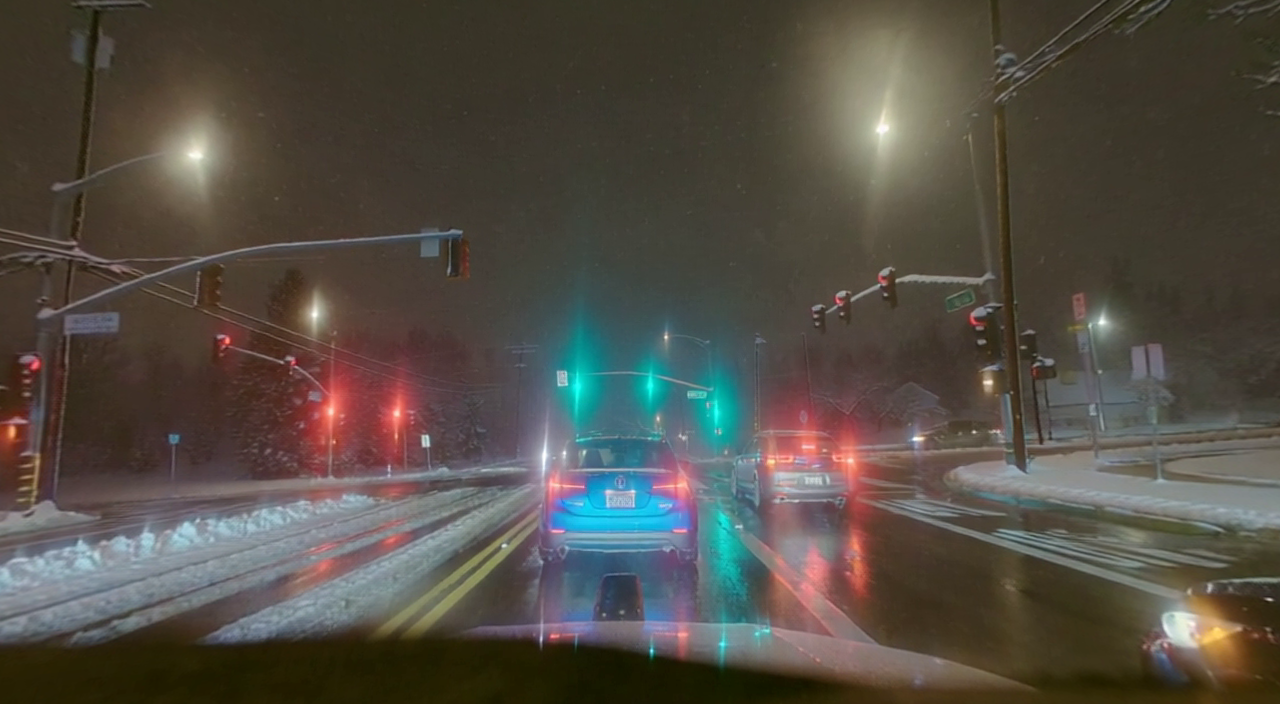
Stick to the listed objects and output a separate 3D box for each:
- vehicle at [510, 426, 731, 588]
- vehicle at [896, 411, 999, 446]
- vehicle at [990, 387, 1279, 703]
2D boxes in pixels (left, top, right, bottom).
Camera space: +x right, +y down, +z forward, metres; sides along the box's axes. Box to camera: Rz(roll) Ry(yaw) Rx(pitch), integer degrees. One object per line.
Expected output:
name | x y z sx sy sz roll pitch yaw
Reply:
vehicle | -0.218 1.760 8.054 2.061 1.485 4.196 0 -8 -1
vehicle | 16.463 4.134 33.952 4.431 1.555 1.886 -4 -9 2
vehicle | 2.931 0.826 1.703 1.860 1.494 3.707 0 -8 1
